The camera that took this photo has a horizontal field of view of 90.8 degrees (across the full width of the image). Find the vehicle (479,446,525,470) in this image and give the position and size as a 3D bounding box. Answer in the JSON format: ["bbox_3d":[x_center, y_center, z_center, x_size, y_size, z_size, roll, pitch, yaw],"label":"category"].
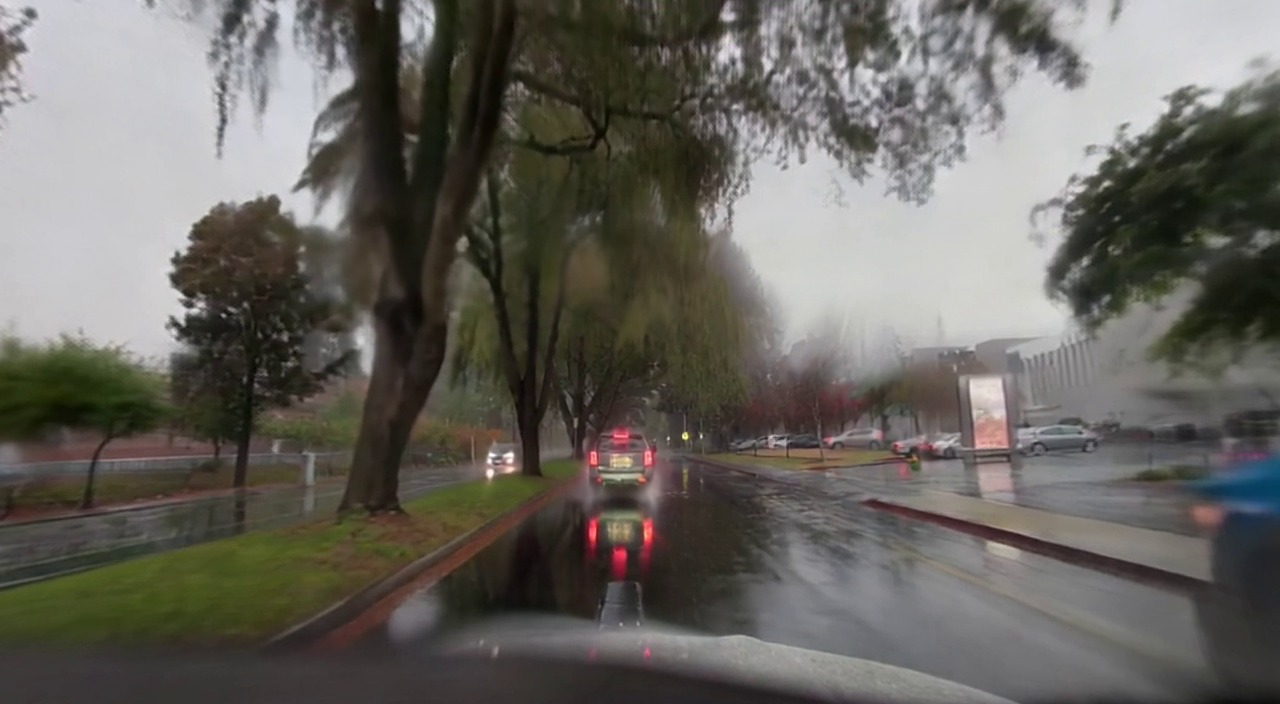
[{"bbox_3d":[-8.989,6.932,41.527,2.027,1.493,4.707,0,-8,-1],"label":"vehicle"}]

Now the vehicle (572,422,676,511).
[{"bbox_3d":[-0.389,2.806,16.080,2.157,1.816,5.804,0,-8,-1],"label":"vehicle"}]
